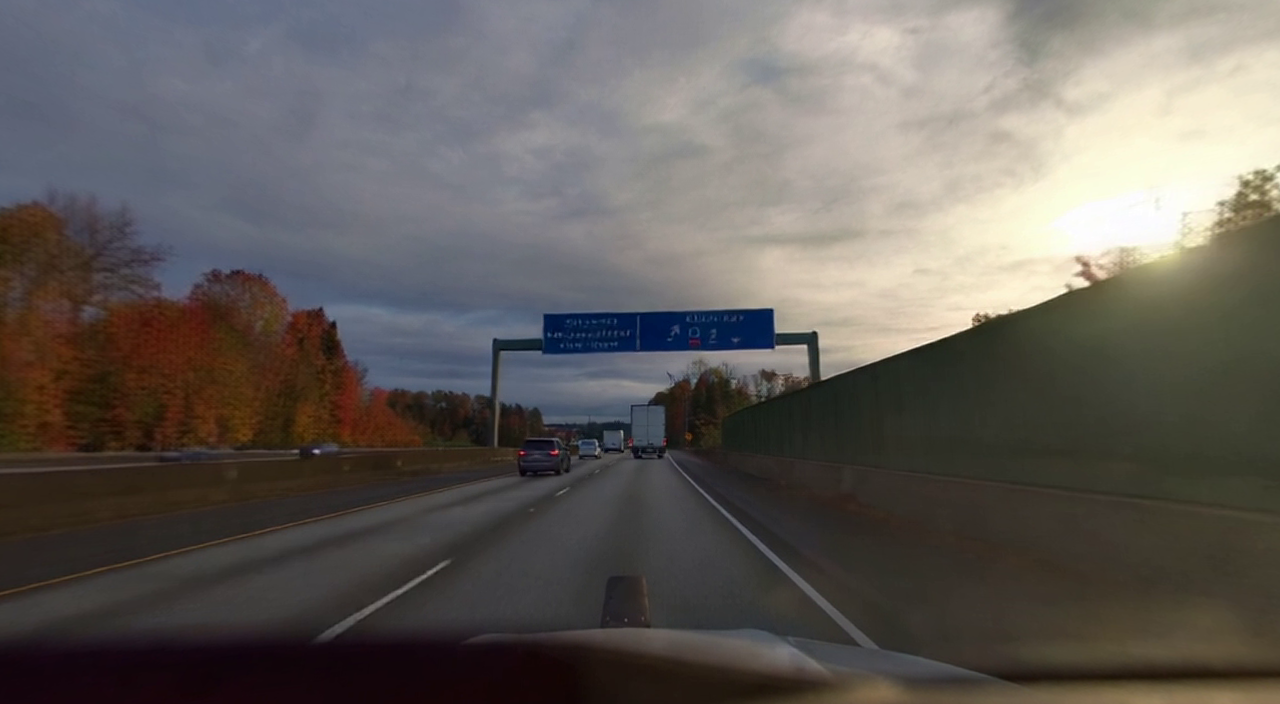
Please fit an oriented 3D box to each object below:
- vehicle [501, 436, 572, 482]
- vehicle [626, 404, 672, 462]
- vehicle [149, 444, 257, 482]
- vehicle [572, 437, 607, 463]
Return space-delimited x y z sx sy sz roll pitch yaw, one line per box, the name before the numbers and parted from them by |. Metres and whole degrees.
vehicle | -3.751 3.936 23.461 1.927 1.556 3.921 0 -8 1
vehicle | 0.672 5.884 45.332 2.933 3.701 10.425 0 -8 1
vehicle | -22.557 5.710 32.776 2.196 1.757 4.961 0 -8 -2
vehicle | -3.286 6.497 41.889 1.962 1.575 4.158 0 -8 0
